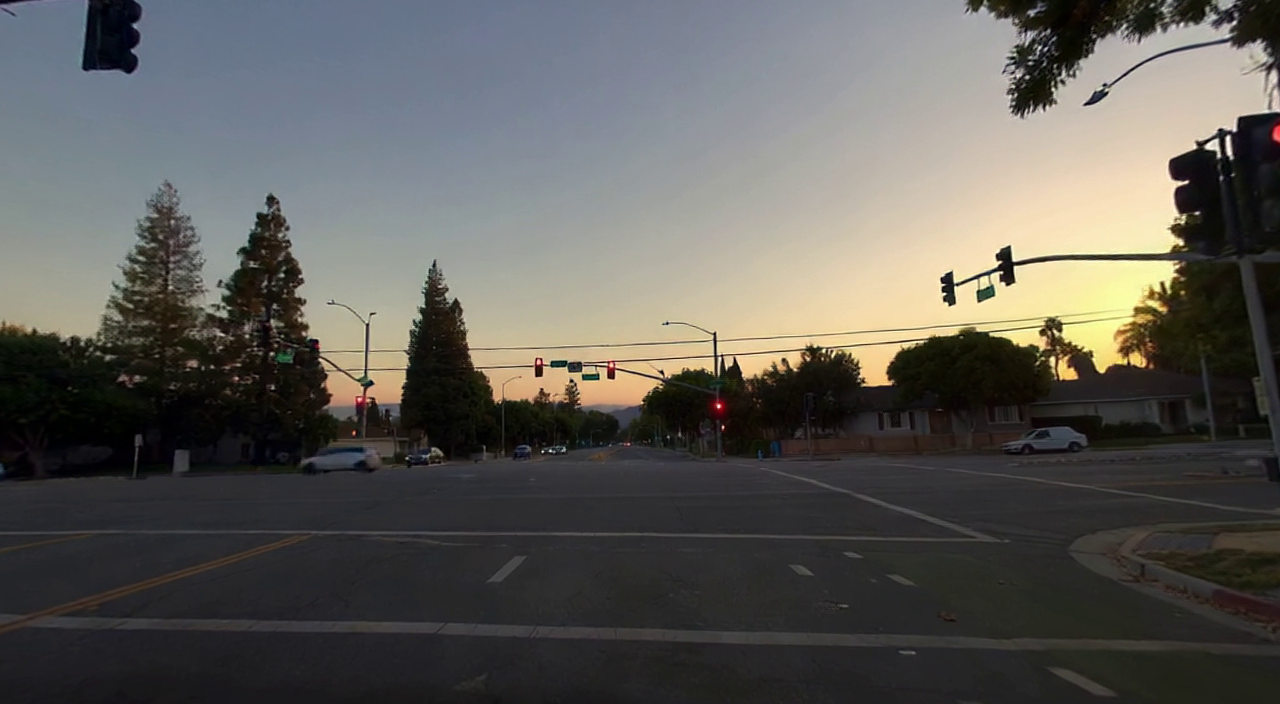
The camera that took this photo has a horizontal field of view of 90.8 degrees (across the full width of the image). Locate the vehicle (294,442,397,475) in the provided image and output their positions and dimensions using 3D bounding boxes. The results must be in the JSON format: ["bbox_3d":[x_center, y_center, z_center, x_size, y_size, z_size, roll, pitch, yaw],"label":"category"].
[{"bbox_3d":[-16.128,5.866,34.756,4.706,1.710,1.932,-1,-8,4],"label":"vehicle"}]

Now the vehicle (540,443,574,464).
[{"bbox_3d":[-6.141,7.523,47.041,1.936,1.444,4.168,0,-8,0],"label":"vehicle"}]
